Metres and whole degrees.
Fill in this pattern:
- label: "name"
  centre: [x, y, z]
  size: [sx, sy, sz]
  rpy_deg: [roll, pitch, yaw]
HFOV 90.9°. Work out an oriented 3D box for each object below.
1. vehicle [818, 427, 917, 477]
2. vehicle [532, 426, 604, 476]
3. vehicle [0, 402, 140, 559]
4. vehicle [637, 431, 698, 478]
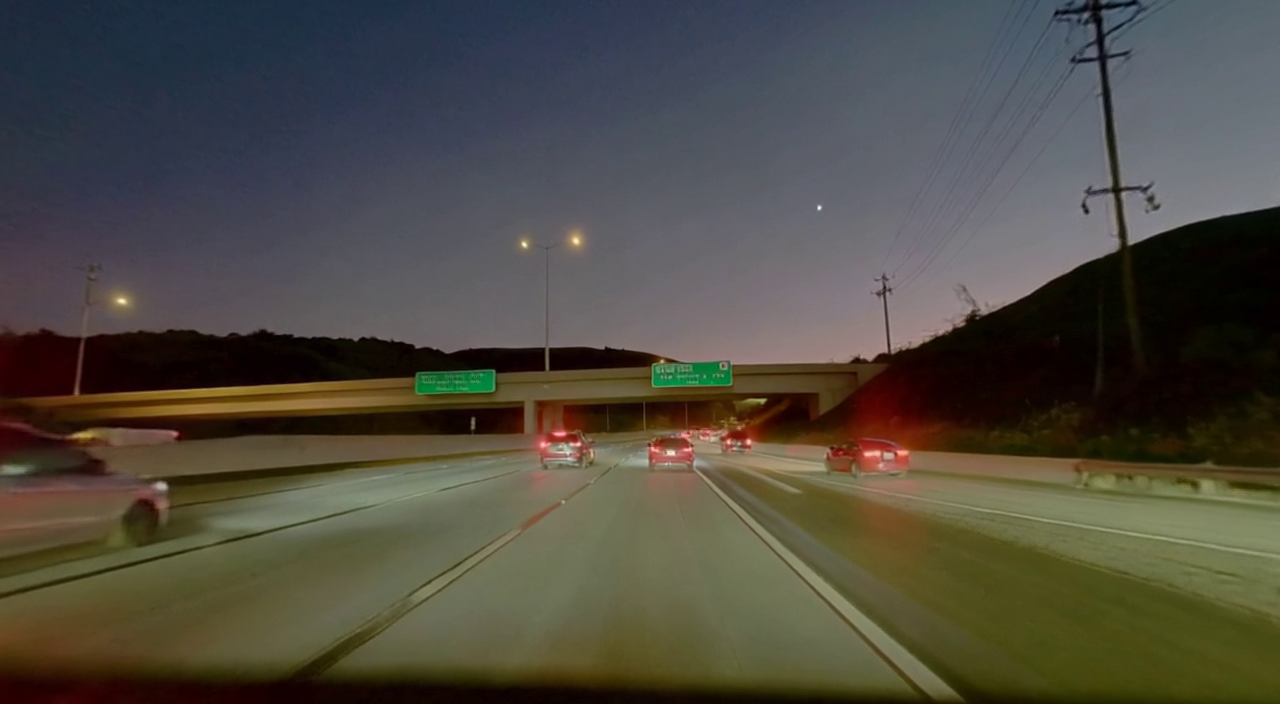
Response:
- label: "vehicle"
  centre: [9.771, 4.351, 27.609]
  size: [2.059, 1.938, 4.793]
  rpy_deg: [1, -8, -7]
- label: "vehicle"
  centre: [-2.883, 4.118, 26.414]
  size: [2.228, 1.845, 4.847]
  rpy_deg: [-1, -8, 2]
- label: "vehicle"
  centre: [-8.055, 1.358, 6.507]
  size: [2.062, 1.702, 4.587]
  rpy_deg: [0, -8, -1]
- label: "vehicle"
  centre: [0.982, 3.984, 24.729]
  size: [2.193, 1.651, 3.946]
  rpy_deg: [0, -8, 0]
